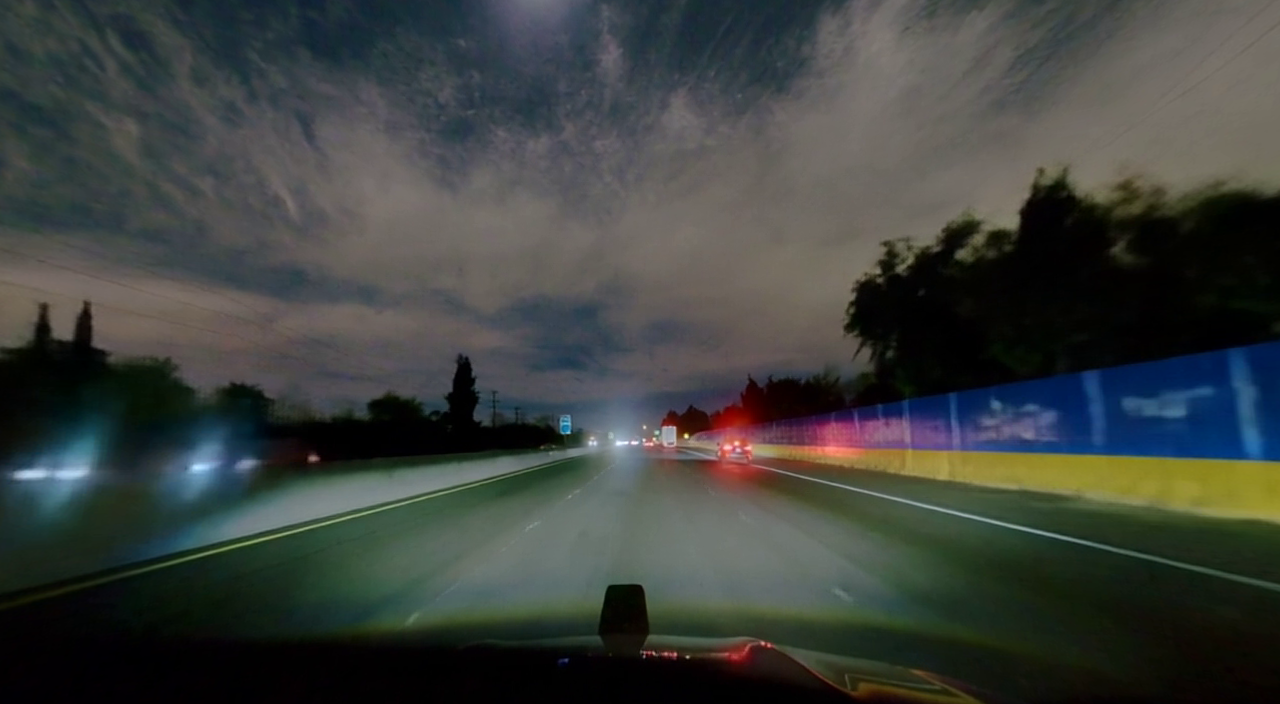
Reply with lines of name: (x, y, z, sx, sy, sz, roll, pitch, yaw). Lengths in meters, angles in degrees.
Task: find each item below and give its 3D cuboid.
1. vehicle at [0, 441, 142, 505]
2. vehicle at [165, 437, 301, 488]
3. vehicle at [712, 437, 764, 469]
vehicle: (-19.120, 3.824, 20.472, 2.011, 1.816, 4.516, 0, -8, 1)
vehicle: (-14.160, 3.852, 22.219, 1.909, 1.603, 4.199, 0, -8, 1)
vehicle: (4.900, 5.100, 32.044, 1.991, 1.494, 3.951, 0, -8, -1)
